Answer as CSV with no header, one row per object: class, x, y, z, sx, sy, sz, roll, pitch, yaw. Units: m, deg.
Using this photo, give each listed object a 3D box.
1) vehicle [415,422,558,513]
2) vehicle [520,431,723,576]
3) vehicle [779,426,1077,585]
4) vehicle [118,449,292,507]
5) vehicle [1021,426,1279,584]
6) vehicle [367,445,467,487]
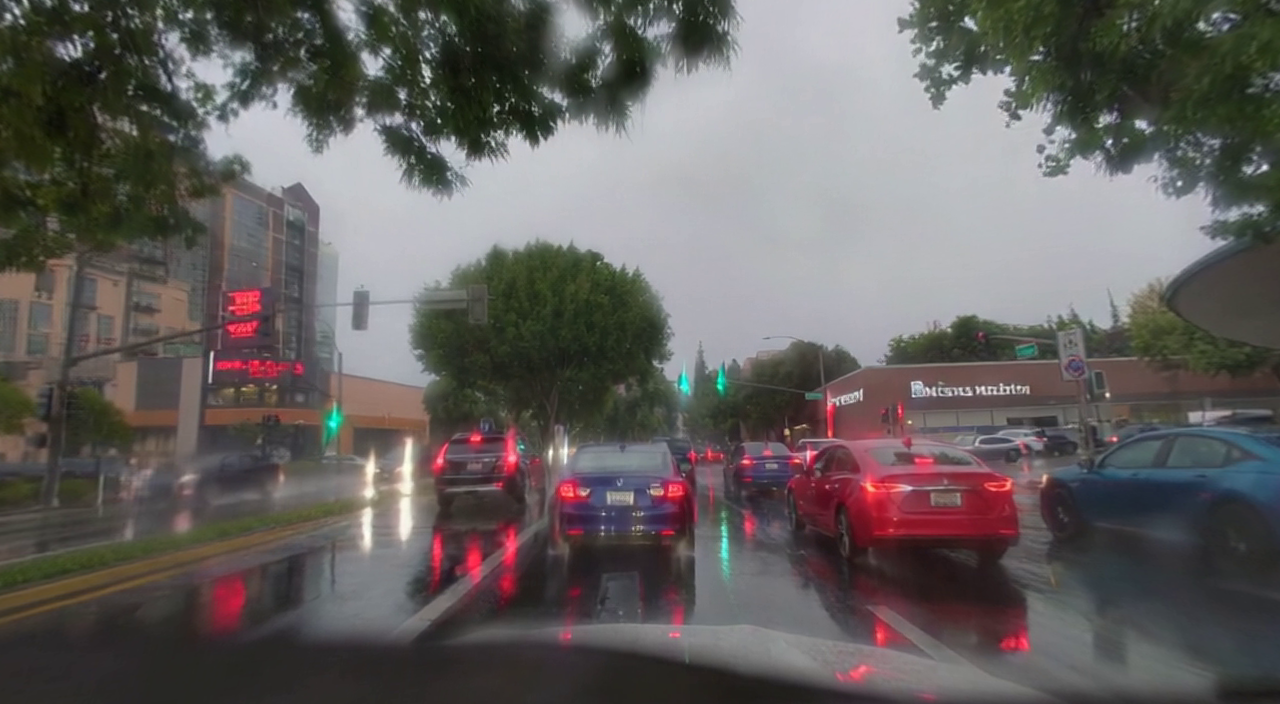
vehicle,-3.449,2.722,15.424,2.160,1.823,5.115,0,-8,1
vehicle,-0.166,1.864,8.566,2.098,1.477,3.897,0,-8,1
vehicle,3.237,1.791,8.230,2.020,1.513,4.120,0,-8,2
vehicle,-12.528,3.609,18.644,1.872,1.463,4.455,0,-8,2
vehicle,7.189,1.737,7.860,2.004,1.508,4.646,0,-8,0
vehicle,-8.335,4.286,24.116,2.045,1.438,4.480,0,-8,2
